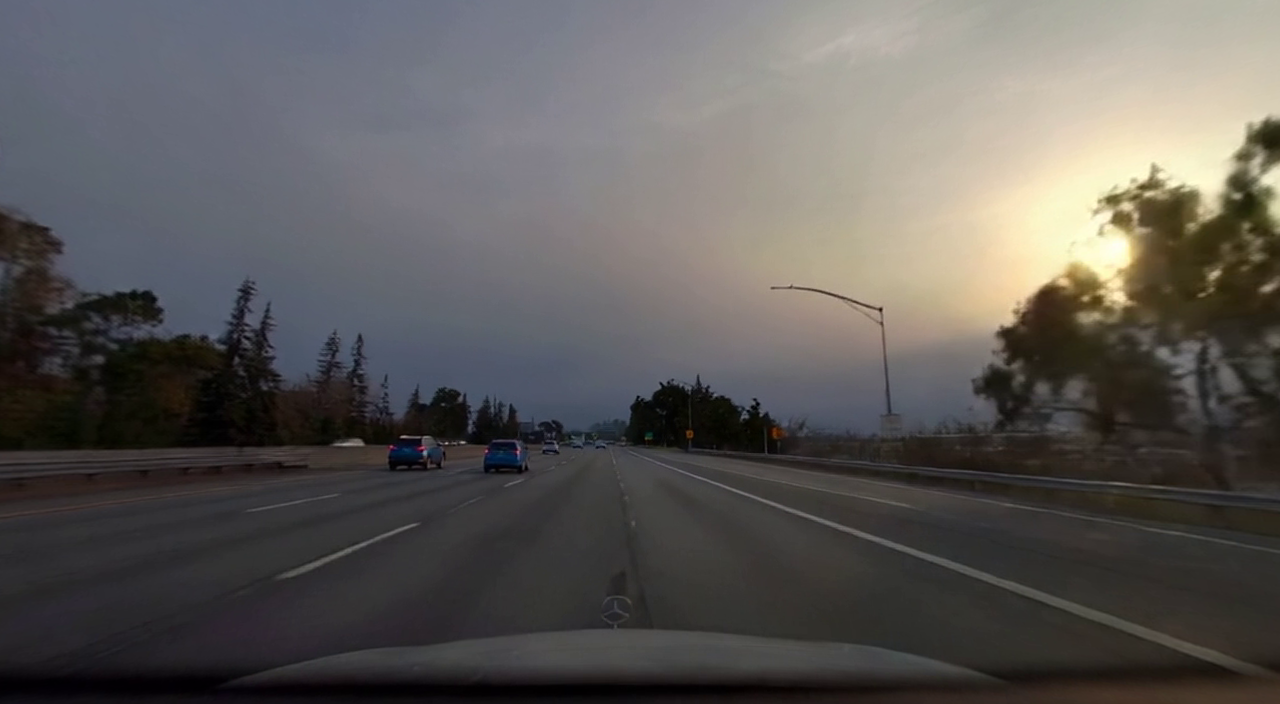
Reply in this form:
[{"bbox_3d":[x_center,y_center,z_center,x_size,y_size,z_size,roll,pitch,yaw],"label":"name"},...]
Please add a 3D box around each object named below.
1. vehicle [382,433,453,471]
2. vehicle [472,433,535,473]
[{"bbox_3d":[-10.793,4.885,31.019,2.016,1.711,4.365,0,-9,-2],"label":"vehicle"},{"bbox_3d":[-6.436,4.839,30.312,2.146,1.766,4.502,0,-9,-2],"label":"vehicle"}]
